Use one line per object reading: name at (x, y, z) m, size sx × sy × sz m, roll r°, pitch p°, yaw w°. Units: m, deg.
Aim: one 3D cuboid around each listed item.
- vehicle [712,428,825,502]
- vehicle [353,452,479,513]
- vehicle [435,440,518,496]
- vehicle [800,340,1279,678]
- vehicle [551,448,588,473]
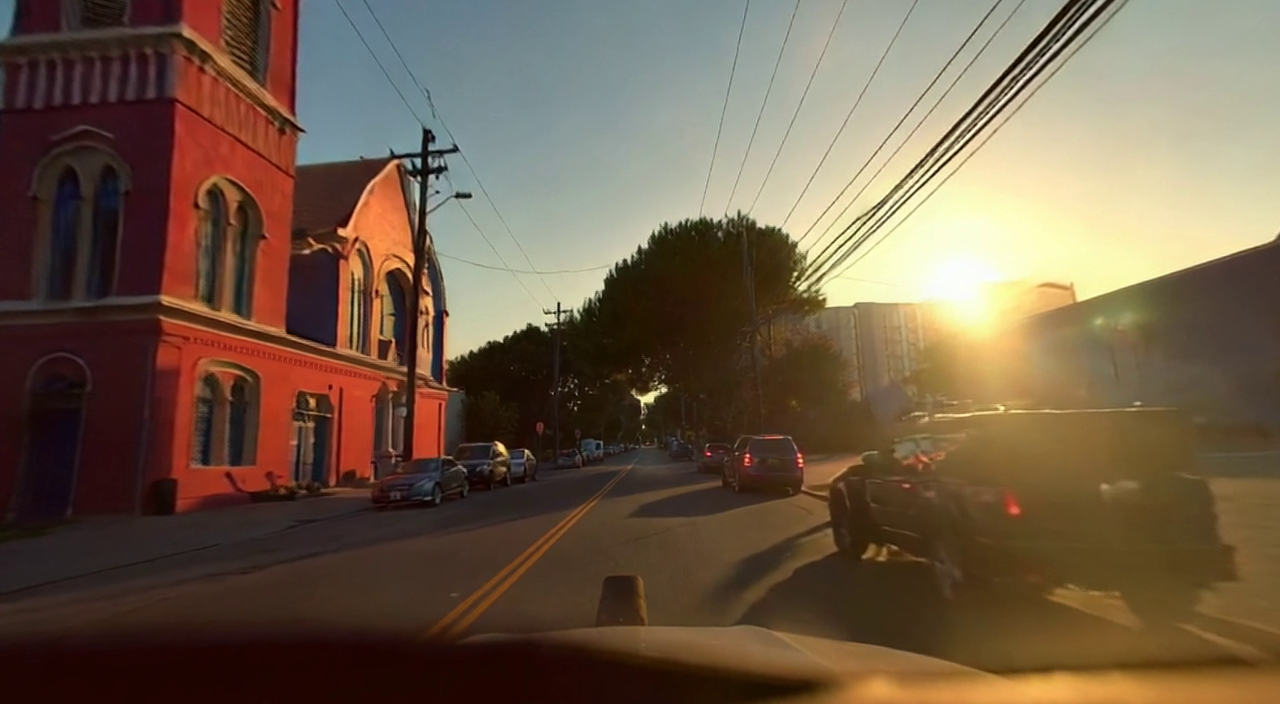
vehicle at (3.467, 3.157, 18.063) m, size 2.182 × 1.824 × 4.622 m, roll 0°, pitch -9°, yaw -1°
vehicle at (-6.176, 3.616, 18.075) m, size 1.844 × 1.486 × 4.474 m, roll 0°, pitch -9°, yaw 2°
vehicle at (-6.039, 4.305, 23.872) m, size 1.983 × 1.809 × 4.503 m, roll -2°, pitch -9°, yaw -1°
vehicle at (3.306, 1.281, 6.246) m, size 2.263 × 1.996 × 4.870 m, roll 0°, pitch -9°, yaw 1°
vehicle at (-5.324, 8.269, 48.257) m, size 1.910 × 1.488 × 3.999 m, roll -5°, pitch -7°, yaw 5°
